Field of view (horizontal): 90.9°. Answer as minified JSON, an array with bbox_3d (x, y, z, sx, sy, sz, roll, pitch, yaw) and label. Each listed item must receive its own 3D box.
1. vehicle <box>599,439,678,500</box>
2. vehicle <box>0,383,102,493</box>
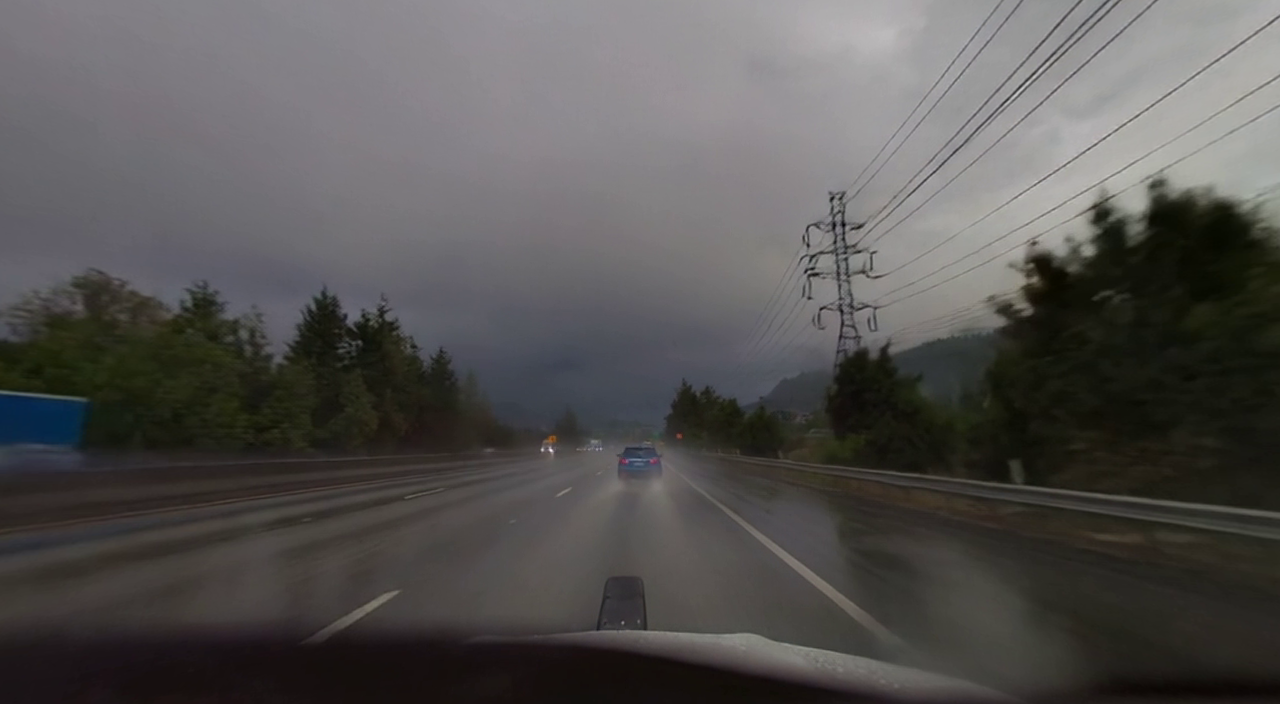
[{"bbox_3d":[-0.077,3.257,17.826,1.966,1.499,4.298,0,-9,-1],"label":"vehicle"},{"bbox_3d":[-24.806,2.697,20.100,2.837,3.991,14.192,0,-9,0],"label":"vehicle"}]
